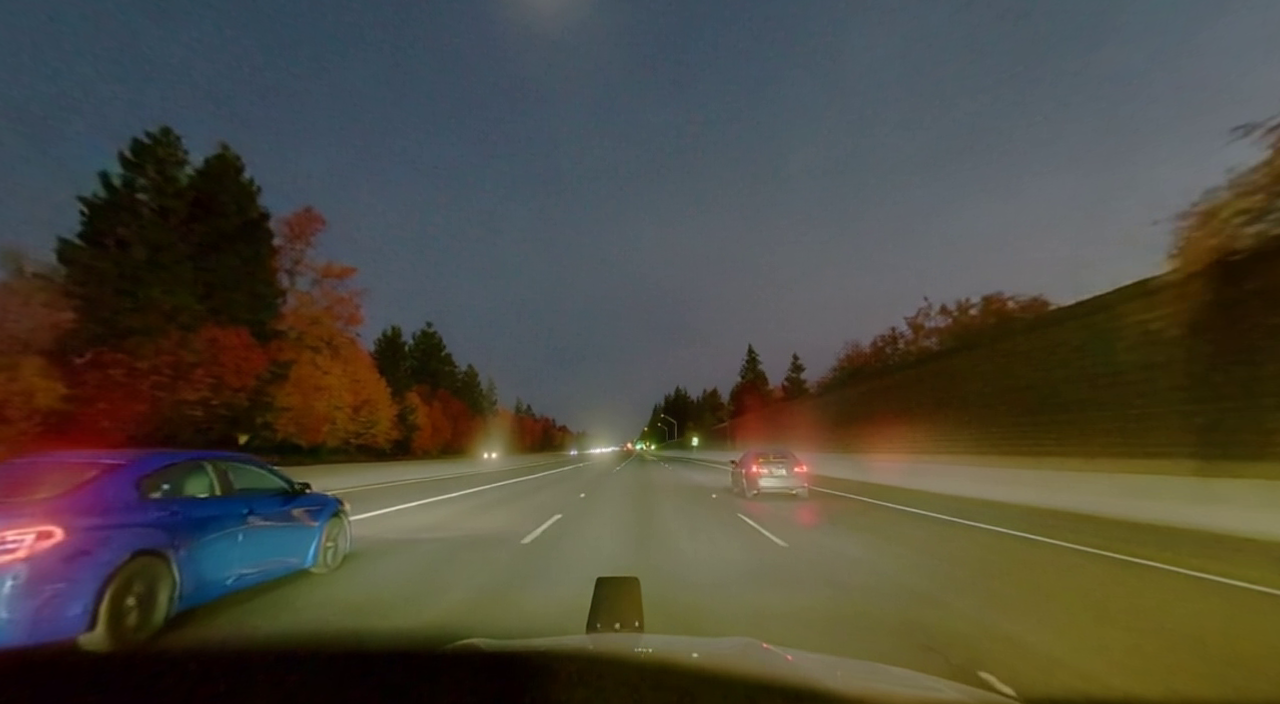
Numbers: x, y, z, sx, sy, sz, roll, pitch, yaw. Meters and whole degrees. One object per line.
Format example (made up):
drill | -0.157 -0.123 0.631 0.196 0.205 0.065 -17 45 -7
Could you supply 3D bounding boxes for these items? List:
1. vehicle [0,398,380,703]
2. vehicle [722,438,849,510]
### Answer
vehicle | -3.976 1.302 4.903 2.010 1.550 4.376 0 -9 0
vehicle | 3.549 3.087 16.406 2.146 1.573 4.661 0 -9 -1
